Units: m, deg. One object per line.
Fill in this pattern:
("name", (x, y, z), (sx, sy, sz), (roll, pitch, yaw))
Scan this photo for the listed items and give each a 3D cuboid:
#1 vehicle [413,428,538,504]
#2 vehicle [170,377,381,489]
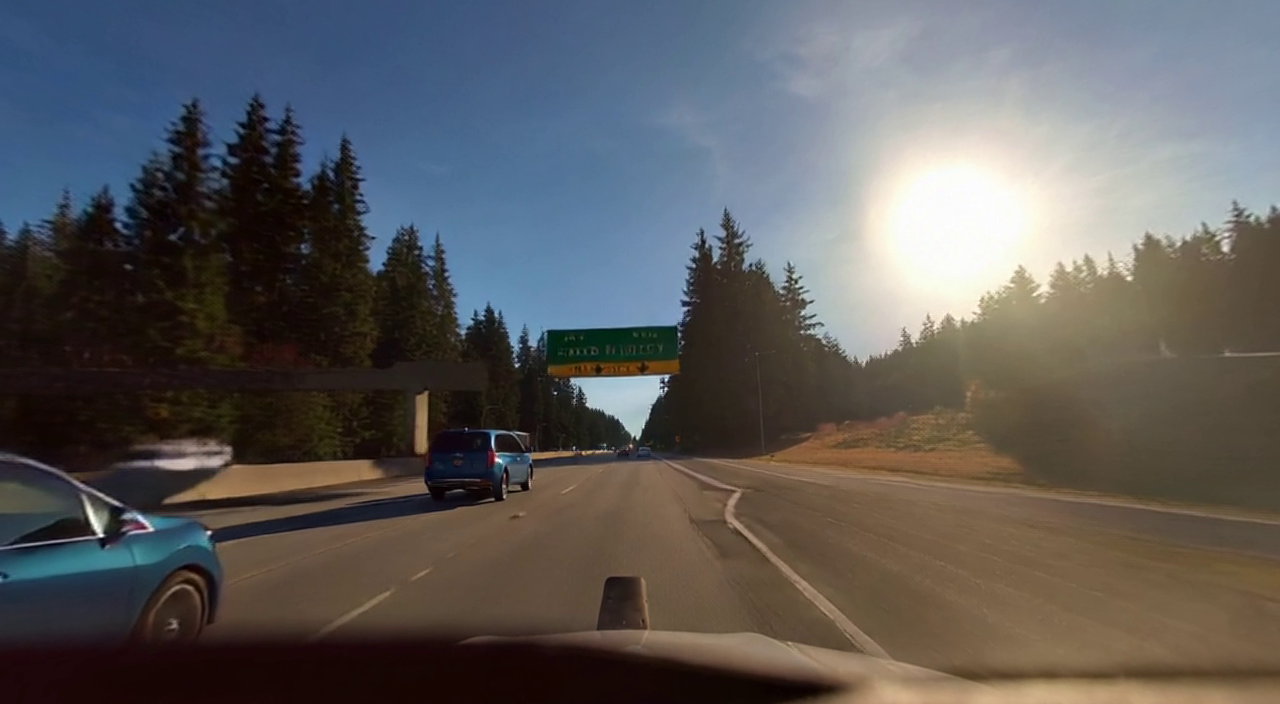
("vehicle", (-4.212, 2.999, 17.038), (2.084, 1.752, 4.479), (-1, -8, 1))
("vehicle", (-13.906, 3.318, 25.408), (2.890, 3.689, 9.038), (-1, -8, 1))
